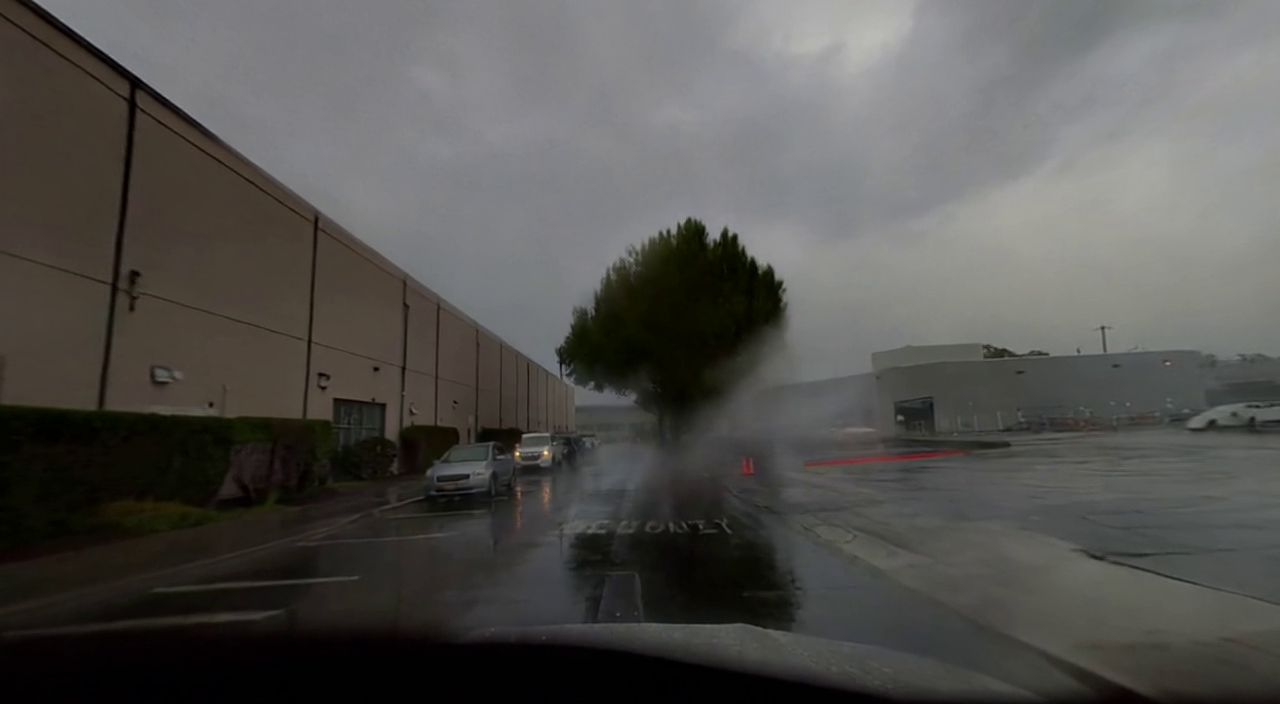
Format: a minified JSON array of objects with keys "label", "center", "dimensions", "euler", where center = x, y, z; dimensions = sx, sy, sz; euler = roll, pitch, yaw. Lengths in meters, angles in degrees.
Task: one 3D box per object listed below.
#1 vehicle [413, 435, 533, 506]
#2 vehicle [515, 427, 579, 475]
[{"label":"vehicle","center":[-4.263,3.105,16.833],"dimensions":[2.040,1.501,4.440],"euler":[-4,-9,-1]},{"label":"vehicle","center":[-4.142,4.567,28.799],"dimensions":[2.161,1.843,5.181],"euler":[-4,-10,-1]}]
